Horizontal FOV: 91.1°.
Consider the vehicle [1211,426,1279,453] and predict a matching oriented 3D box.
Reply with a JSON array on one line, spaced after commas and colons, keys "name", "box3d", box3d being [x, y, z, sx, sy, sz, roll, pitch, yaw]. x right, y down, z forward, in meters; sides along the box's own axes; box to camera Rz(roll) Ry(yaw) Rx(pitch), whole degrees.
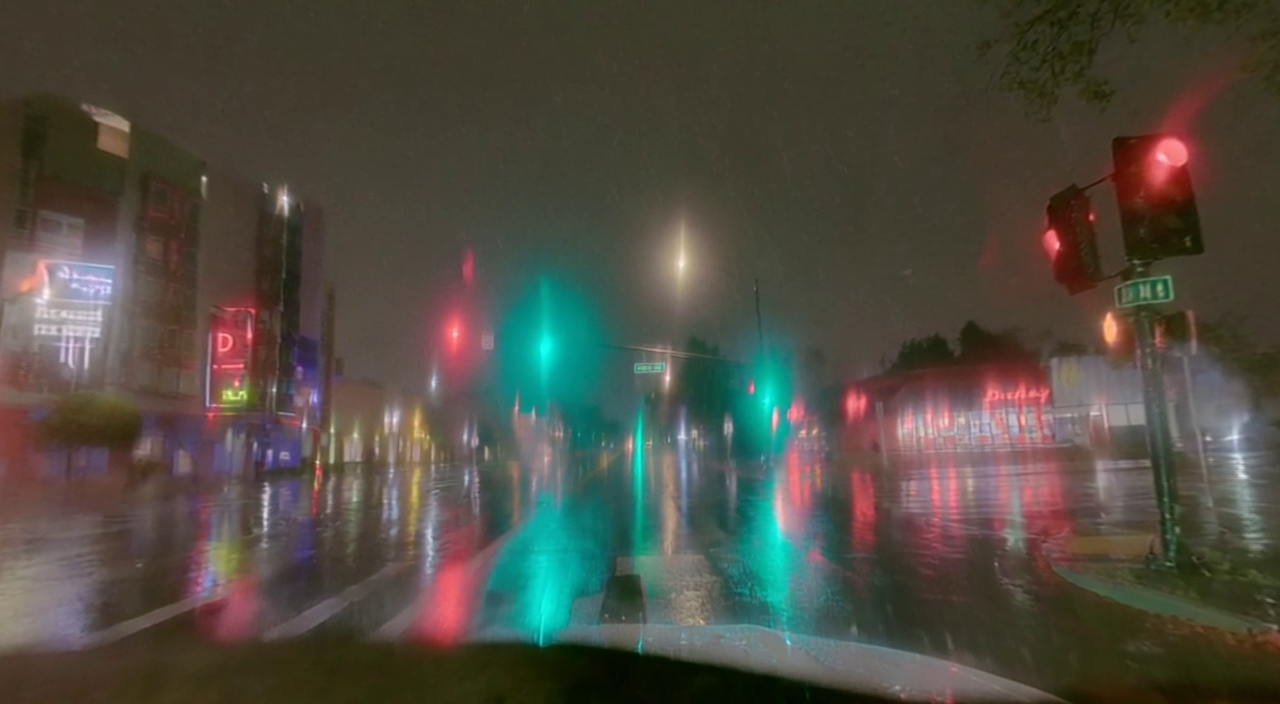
[{"name": "vehicle", "box3d": [35.303, 4.892, 35.271, 4.493, 1.453, 1.849, -2, -9, 2]}]
